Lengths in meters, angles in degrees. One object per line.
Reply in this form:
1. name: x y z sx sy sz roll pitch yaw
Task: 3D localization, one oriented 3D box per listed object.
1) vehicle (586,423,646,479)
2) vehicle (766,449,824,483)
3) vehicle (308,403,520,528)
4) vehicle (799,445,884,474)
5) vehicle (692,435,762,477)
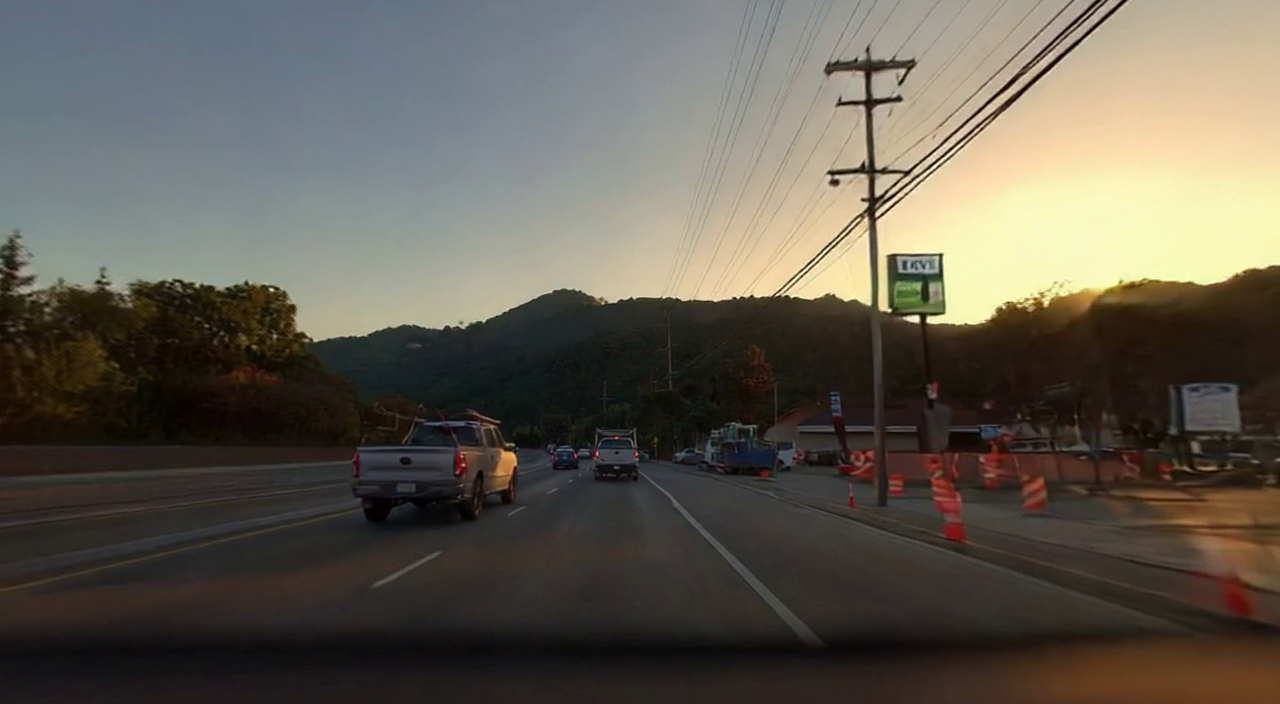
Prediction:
1. vehicle: -1.137 4.524 29.053 2.486 2.280 5.291 0 -8 -3
2. vehicle: 8.367 6.148 34.388 1.933 1.480 4.249 2 -7 -2
3. vehicle: -4.193 2.257 13.129 2.345 2.012 5.693 0 -8 -1
4. vehicle: 15.276 8.118 48.166 2.193 2.034 5.805 7 -11 -40
5. vehicle: 4.906 6.012 36.880 2.706 2.199 6.527 1 -9 -4
